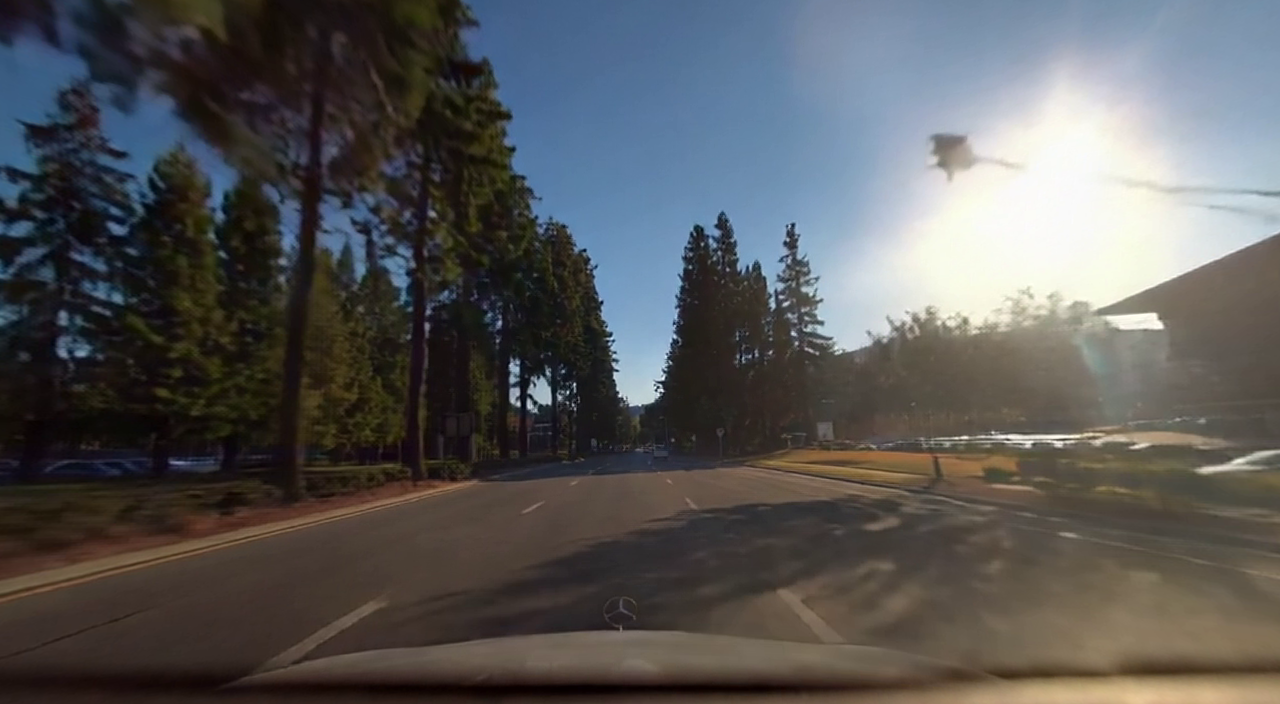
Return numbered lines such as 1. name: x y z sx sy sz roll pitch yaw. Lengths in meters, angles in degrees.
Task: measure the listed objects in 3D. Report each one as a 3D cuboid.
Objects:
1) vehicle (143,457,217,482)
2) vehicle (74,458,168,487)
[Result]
1. vehicle: -32.912 8.397 45.355 1.994 1.599 4.308 -2 -9 0
2. vehicle: -33.036 7.664 40.404 1.998 1.538 4.666 -2 -9 1
